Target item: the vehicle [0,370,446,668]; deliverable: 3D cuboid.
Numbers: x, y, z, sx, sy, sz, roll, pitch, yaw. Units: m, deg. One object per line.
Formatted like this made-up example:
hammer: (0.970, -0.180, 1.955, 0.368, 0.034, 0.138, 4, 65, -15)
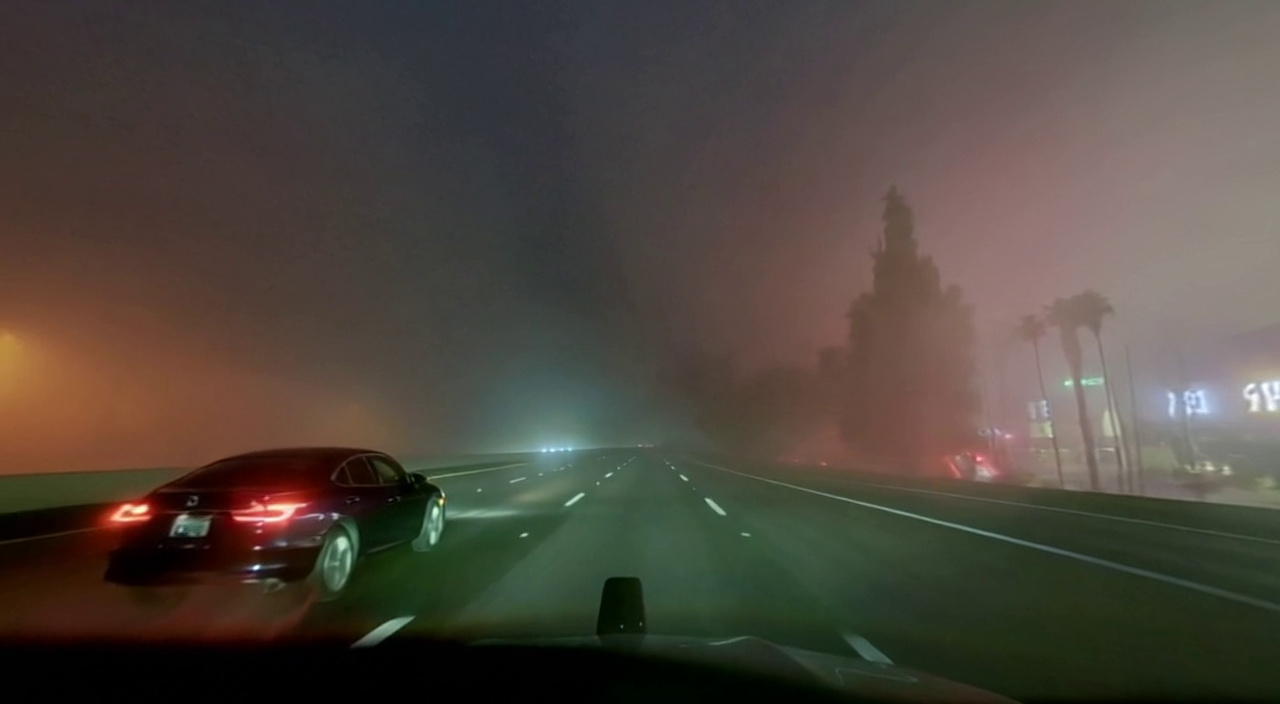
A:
vehicle: (-3.829, 1.361, 6.286, 2.145, 1.793, 4.762, -1, -8, 2)
